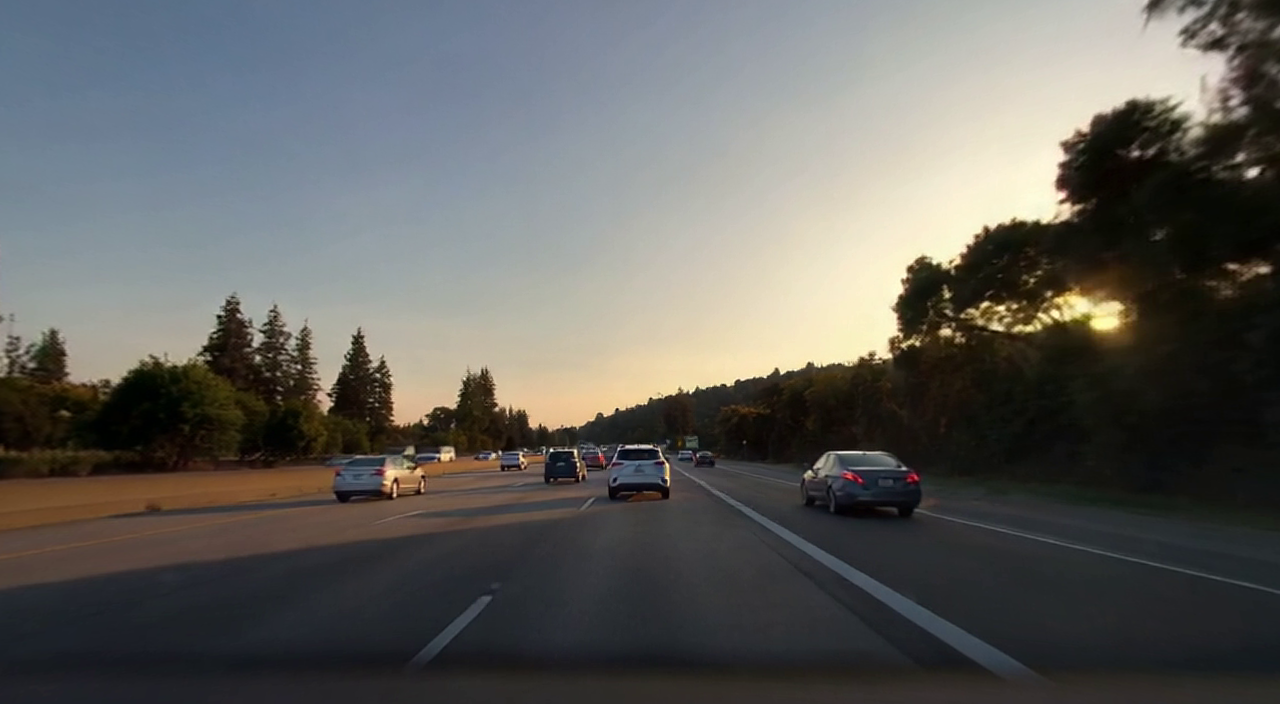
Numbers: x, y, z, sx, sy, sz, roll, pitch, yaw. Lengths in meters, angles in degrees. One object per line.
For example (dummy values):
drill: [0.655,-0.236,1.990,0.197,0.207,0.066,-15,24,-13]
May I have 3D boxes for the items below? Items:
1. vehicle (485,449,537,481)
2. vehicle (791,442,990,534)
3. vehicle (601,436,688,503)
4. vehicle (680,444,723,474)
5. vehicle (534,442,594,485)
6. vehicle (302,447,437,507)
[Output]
vehicle: [-7.063,6.196,34.785,1.931,1.617,4.060,0,-9,1]
vehicle: [4.625,2.554,12.575,2.006,1.474,4.669,0,-9,0]
vehicle: [0.151,3.350,18.395,2.223,1.722,4.177,0,-9,1]
vehicle: [3.965,6.980,41.336,2.175,1.830,5.173,0,-9,-1]
vehicle: [-3.365,5.026,28.776,2.142,1.808,4.266,0,-9,1]
vehicle: [-7.698,3.561,18.479,1.927,1.514,4.474,0,-9,1]
